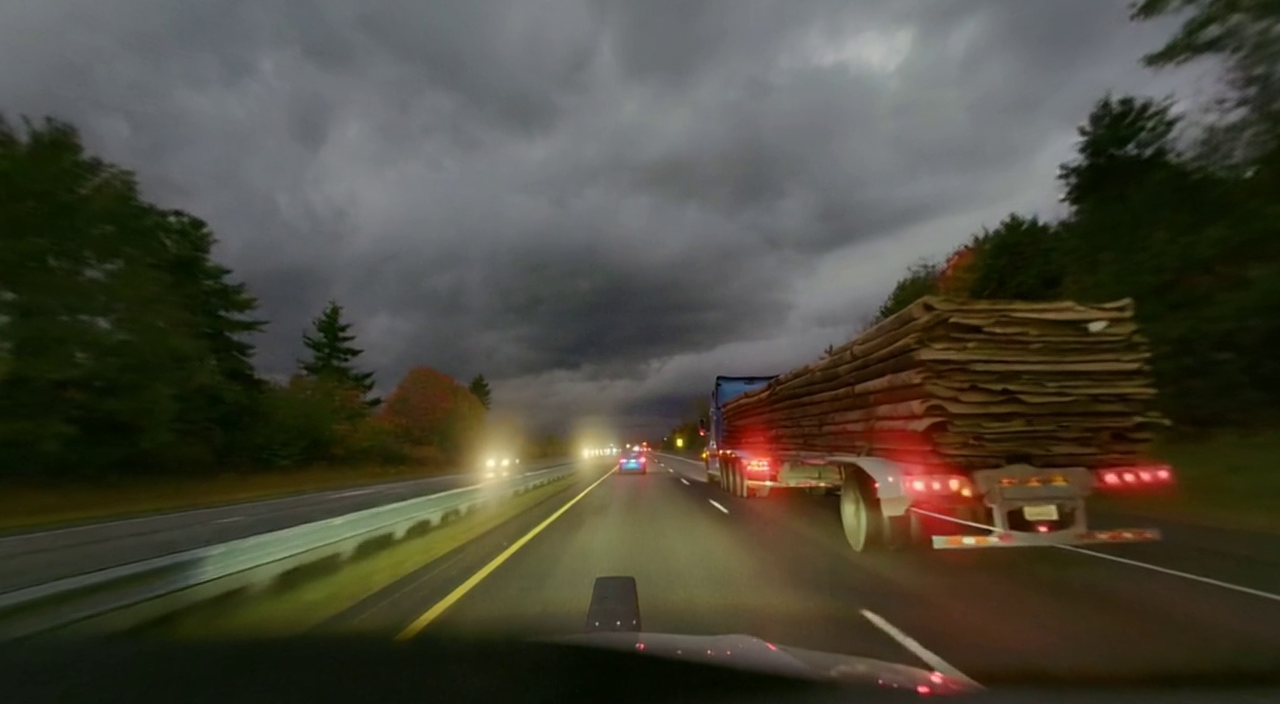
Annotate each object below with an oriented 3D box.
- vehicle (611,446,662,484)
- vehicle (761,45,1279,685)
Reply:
[{"bbox_3d":[-0.174,5.004,28.074,2.099,1.506,4.097,-1,-9,0],"label":"vehicle"},{"bbox_3d":[3.952,0.559,7.961,3.004,3.923,8.363,-1,-9,-1],"label":"vehicle"}]
